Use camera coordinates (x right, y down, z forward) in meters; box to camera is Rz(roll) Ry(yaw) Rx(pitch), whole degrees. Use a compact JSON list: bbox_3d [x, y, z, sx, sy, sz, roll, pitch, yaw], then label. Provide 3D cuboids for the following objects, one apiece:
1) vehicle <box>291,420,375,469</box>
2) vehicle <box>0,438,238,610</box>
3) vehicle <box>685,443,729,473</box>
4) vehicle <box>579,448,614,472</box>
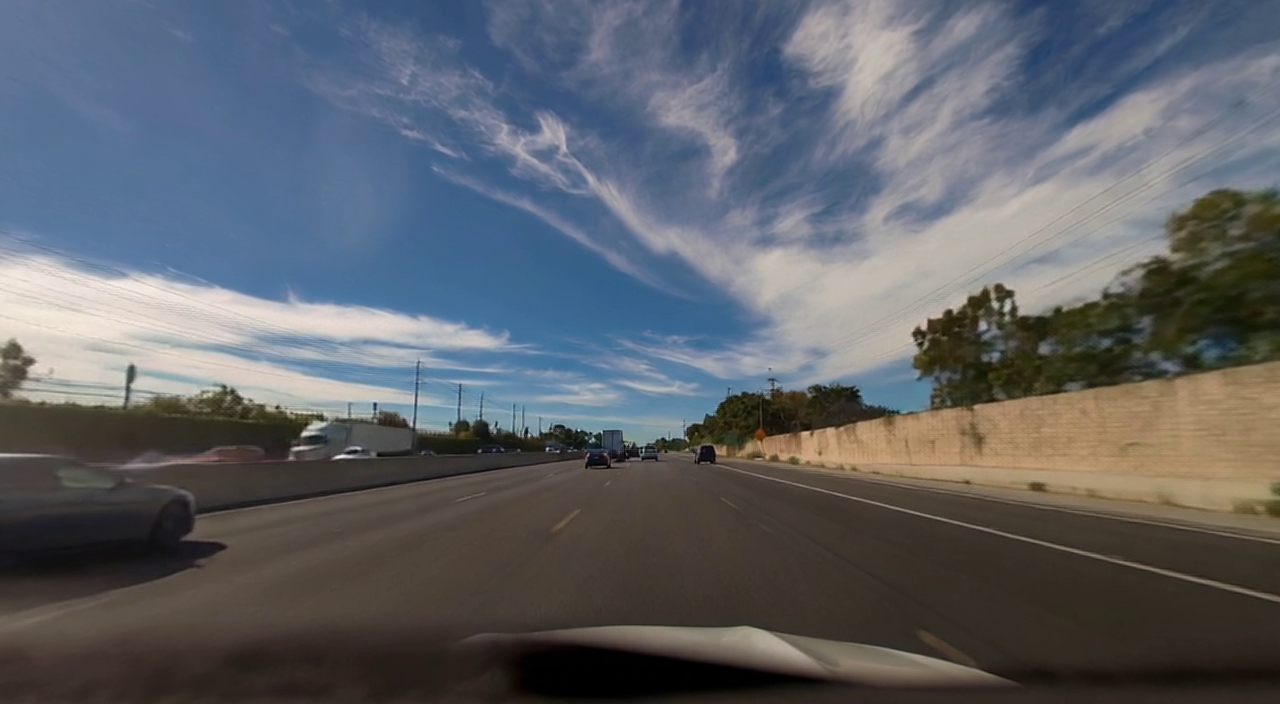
[{"bbox_3d":[-22.456,6.831,46.451,3.013,3.352,5.902,0,-9,1],"label":"vehicle"},{"bbox_3d":[-6.518,1.549,5.906,2.127,1.446,5.008,0,-9,1],"label":"vehicle"},{"bbox_3d":[4.257,6.819,40.675,2.214,1.799,4.627,0,-9,-1],"label":"vehicle"},{"bbox_3d":[-2.808,7.085,41.529,2.004,1.498,4.043,0,-9,1],"label":"vehicle"}]
